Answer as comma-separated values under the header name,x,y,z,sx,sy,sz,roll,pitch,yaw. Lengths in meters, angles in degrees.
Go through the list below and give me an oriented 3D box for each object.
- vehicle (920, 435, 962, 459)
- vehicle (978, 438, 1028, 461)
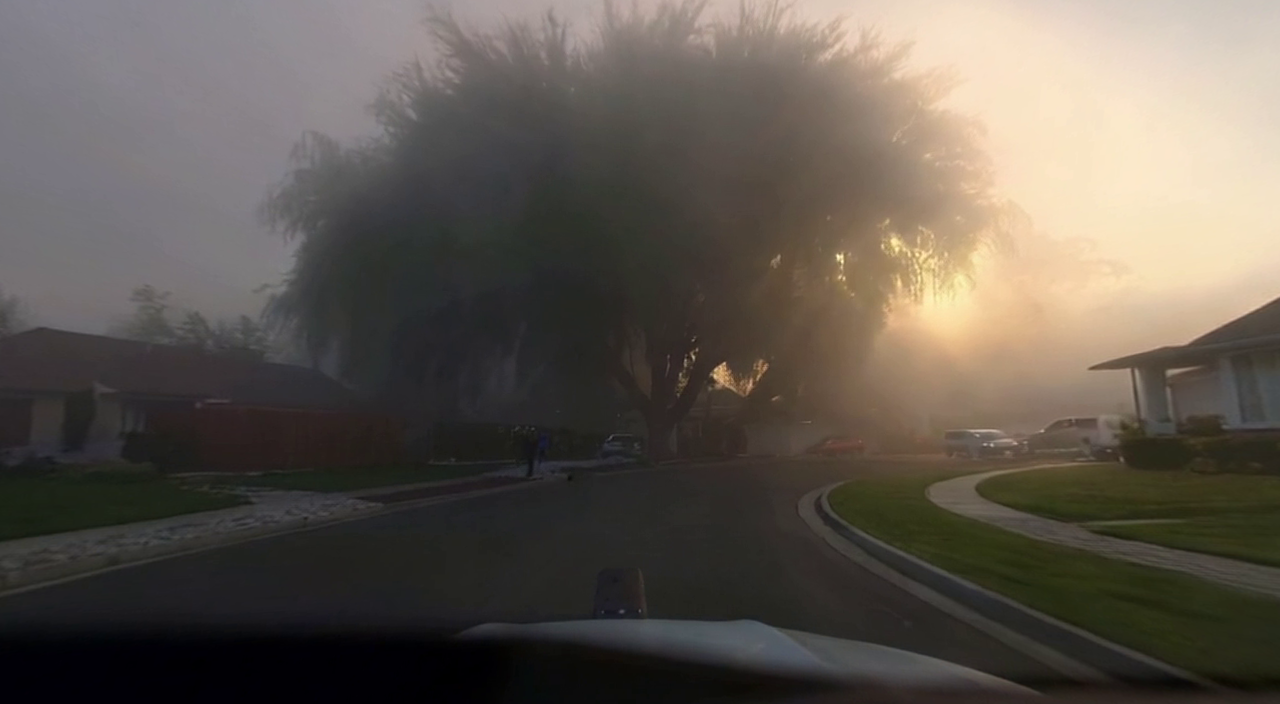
name,x,y,z,sx,sy,sz,roll,pitch,yaw
vehicle,22.550,7.154,47.514,1.937,1.731,4.179,-2,-9,13
vehicle,26.068,7.033,45.533,1.873,1.556,4.216,-2,-9,12
